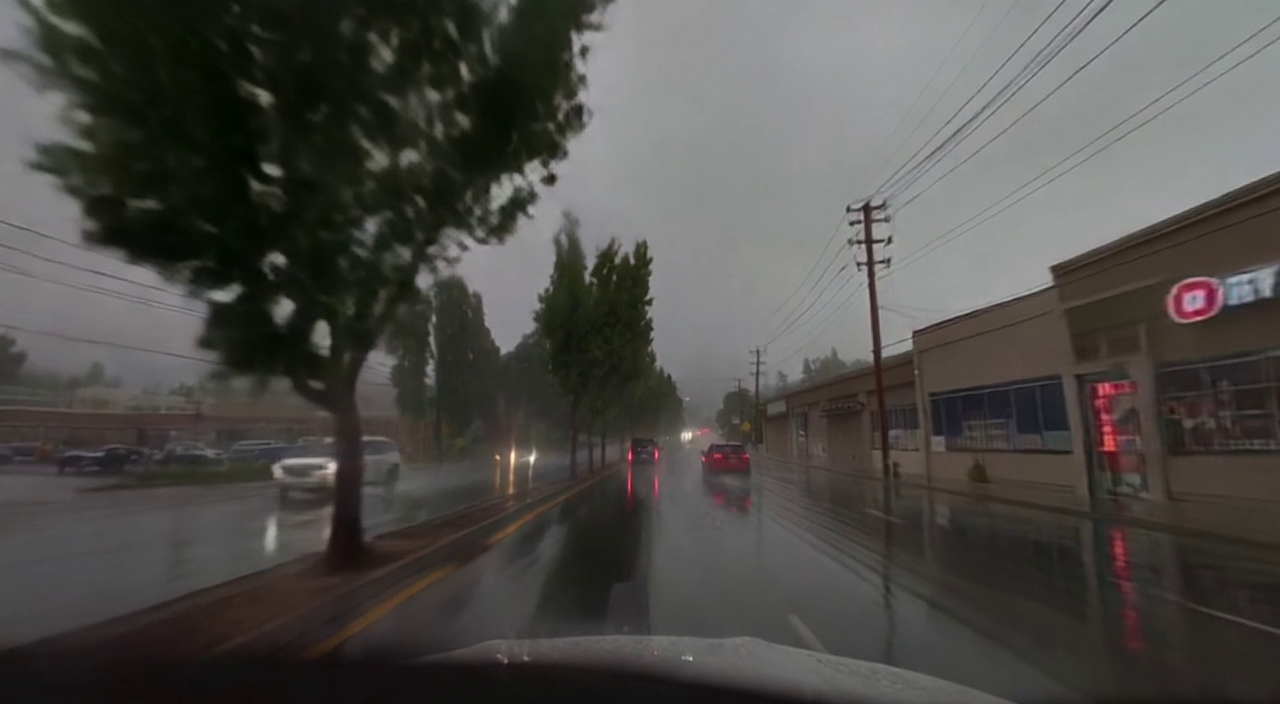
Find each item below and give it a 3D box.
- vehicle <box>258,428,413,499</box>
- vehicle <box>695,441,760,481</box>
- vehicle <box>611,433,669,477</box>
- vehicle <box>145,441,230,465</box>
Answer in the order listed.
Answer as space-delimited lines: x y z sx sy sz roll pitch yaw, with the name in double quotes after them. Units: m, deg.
-8.670 3.198 18.546 2.137 1.811 4.549 0 -8 2 "vehicle"
3.462 4.394 25.764 1.954 1.479 4.557 0 -8 0 "vehicle"
0.064 4.661 28.829 2.441 1.813 4.581 0 -8 1 "vehicle"
-33.543 7.514 46.873 4.540 1.717 2.066 2 -9 -13 "vehicle"
